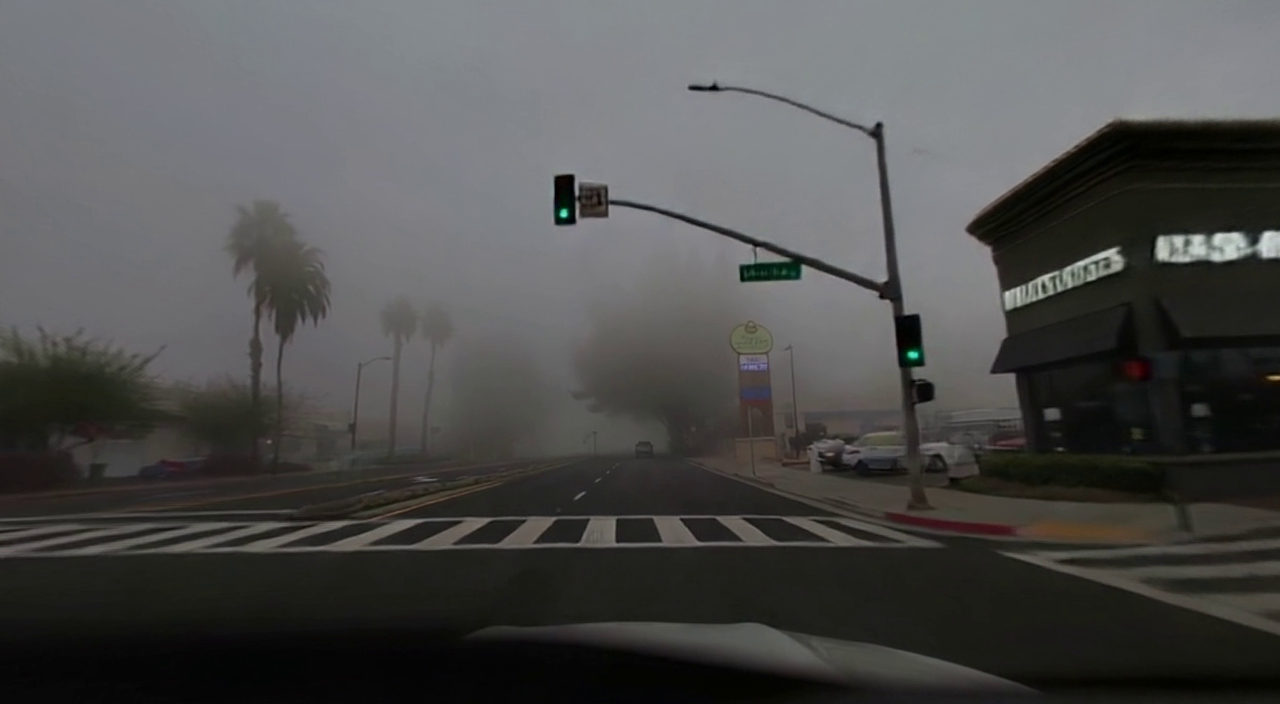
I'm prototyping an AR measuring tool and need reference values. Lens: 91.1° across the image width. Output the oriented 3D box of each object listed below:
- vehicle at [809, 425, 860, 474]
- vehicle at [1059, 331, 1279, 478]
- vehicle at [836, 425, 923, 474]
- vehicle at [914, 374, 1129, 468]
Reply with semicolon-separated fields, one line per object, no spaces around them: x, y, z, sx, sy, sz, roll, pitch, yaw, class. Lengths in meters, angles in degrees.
9.561;4.937;31.191;1.917;1.876;4.629;-7;-15;12;vehicle
15.674;1.674;17.553;3.161;3.209;7.934;-1;-8;8;vehicle
9.562;3.972;25.436;1.655;1.820;3.969;0;-10;-5;vehicle
15.931;3.211;27.703;2.814;3.328;10.467;0;-8;0;vehicle
